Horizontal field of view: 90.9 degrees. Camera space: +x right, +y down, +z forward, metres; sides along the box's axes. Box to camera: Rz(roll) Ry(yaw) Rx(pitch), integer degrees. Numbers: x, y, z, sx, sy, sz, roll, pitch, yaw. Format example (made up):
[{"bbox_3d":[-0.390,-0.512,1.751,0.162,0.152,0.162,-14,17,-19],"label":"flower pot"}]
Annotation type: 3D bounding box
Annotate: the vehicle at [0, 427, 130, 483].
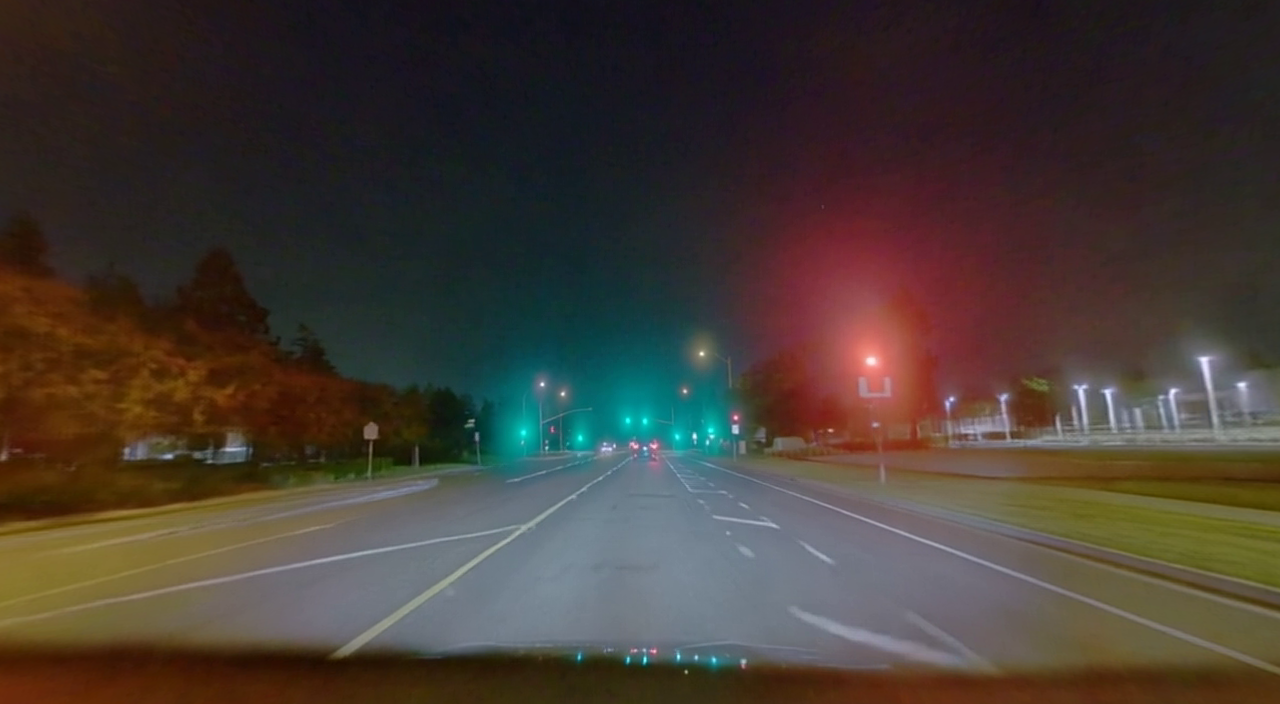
[{"bbox_3d":[-38.397,6.674,41.055,7.489,3.516,2.773,0,-9,-3],"label":"vehicle"}]
